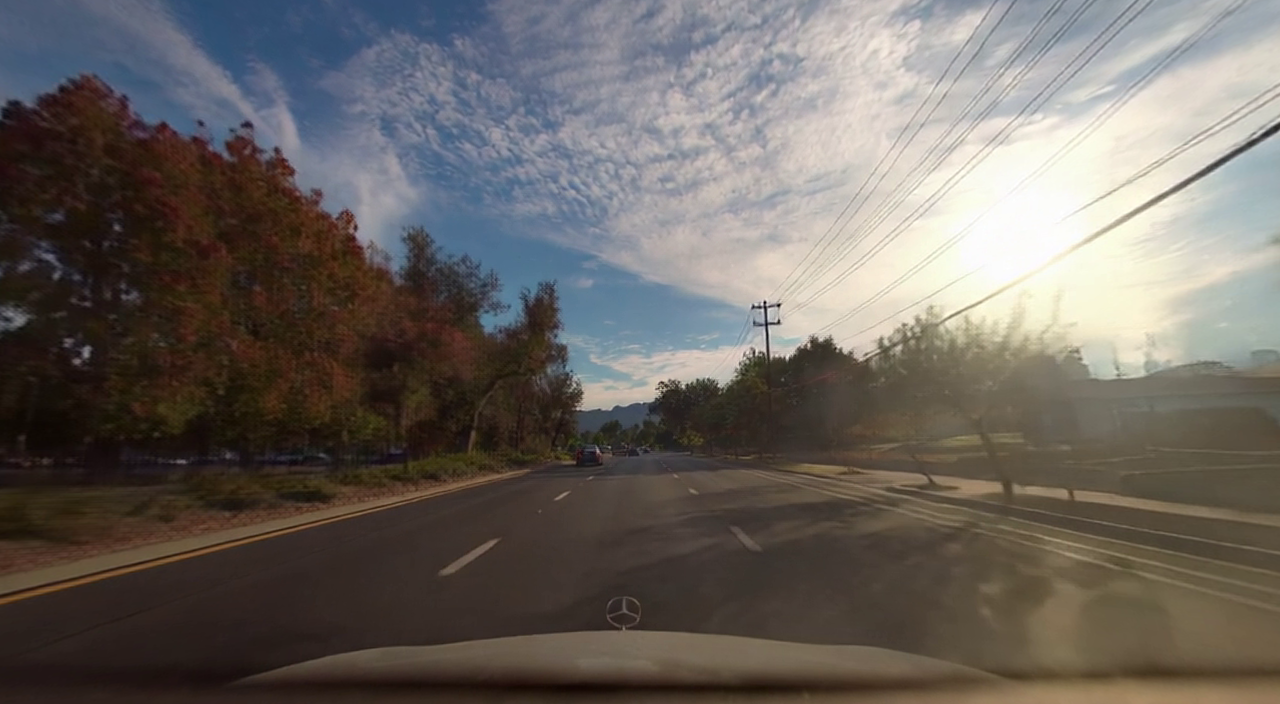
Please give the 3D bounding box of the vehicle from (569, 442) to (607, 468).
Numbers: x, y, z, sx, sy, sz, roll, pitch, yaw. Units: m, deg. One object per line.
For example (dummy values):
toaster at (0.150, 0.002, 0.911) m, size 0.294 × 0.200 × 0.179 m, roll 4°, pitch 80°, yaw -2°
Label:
vehicle at (-3.251, 6.518, 39.988) m, size 2.007 × 1.514 × 4.049 m, roll 0°, pitch -8°, yaw 1°
